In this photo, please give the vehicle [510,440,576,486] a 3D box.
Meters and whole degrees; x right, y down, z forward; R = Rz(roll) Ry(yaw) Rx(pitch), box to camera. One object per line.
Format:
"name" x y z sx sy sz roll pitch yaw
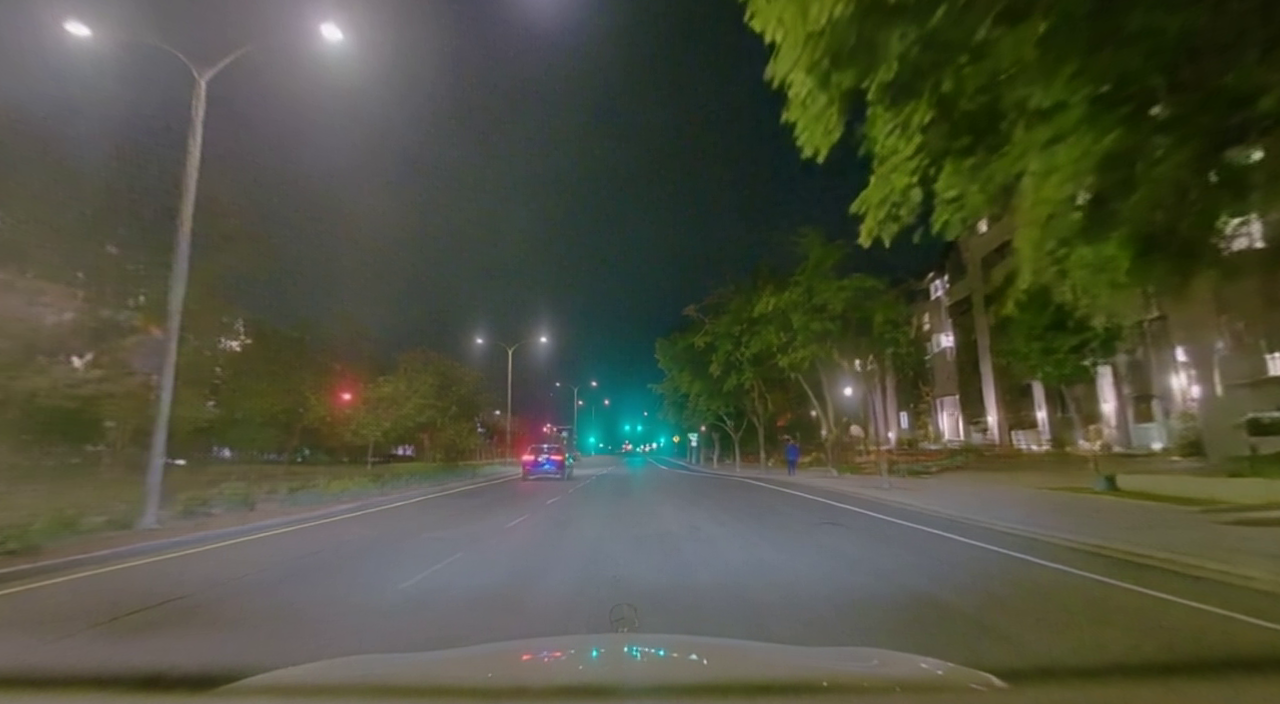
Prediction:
"vehicle" -3.941 4.581 26.422 1.993 1.733 4.262 0 -8 1
